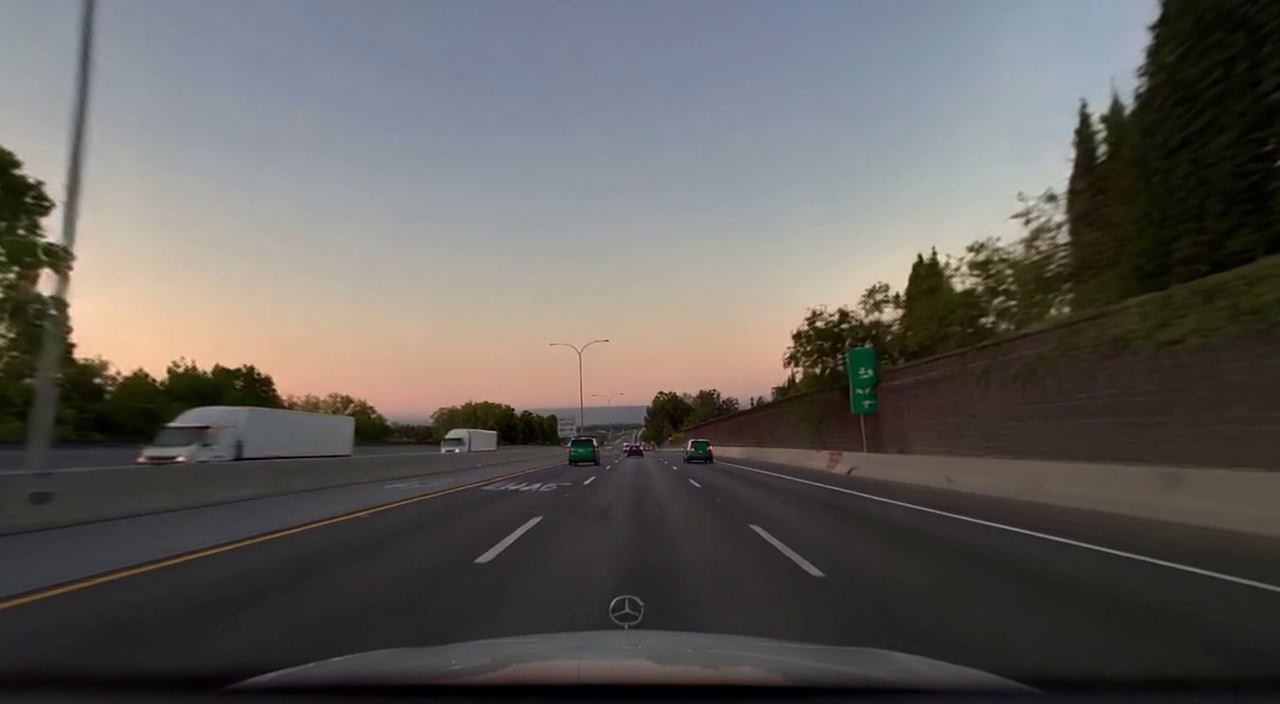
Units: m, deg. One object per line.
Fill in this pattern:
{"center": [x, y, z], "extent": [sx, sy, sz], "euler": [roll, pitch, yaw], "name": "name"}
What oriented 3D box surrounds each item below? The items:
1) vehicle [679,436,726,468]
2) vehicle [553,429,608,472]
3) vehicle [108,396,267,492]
{"center": [3.521, 5.706, 36.005], "extent": [2.202, 1.682, 4.188], "euler": [0, -8, 0], "name": "vehicle"}
{"center": [-3.061, 5.222, 33.383], "extent": [2.291, 2.052, 4.887], "euler": [0, -8, 1], "name": "vehicle"}
{"center": [-21.299, 4.390, 30.124], "extent": [2.967, 4.087, 6.094], "euler": [0, -8, -1], "name": "vehicle"}
